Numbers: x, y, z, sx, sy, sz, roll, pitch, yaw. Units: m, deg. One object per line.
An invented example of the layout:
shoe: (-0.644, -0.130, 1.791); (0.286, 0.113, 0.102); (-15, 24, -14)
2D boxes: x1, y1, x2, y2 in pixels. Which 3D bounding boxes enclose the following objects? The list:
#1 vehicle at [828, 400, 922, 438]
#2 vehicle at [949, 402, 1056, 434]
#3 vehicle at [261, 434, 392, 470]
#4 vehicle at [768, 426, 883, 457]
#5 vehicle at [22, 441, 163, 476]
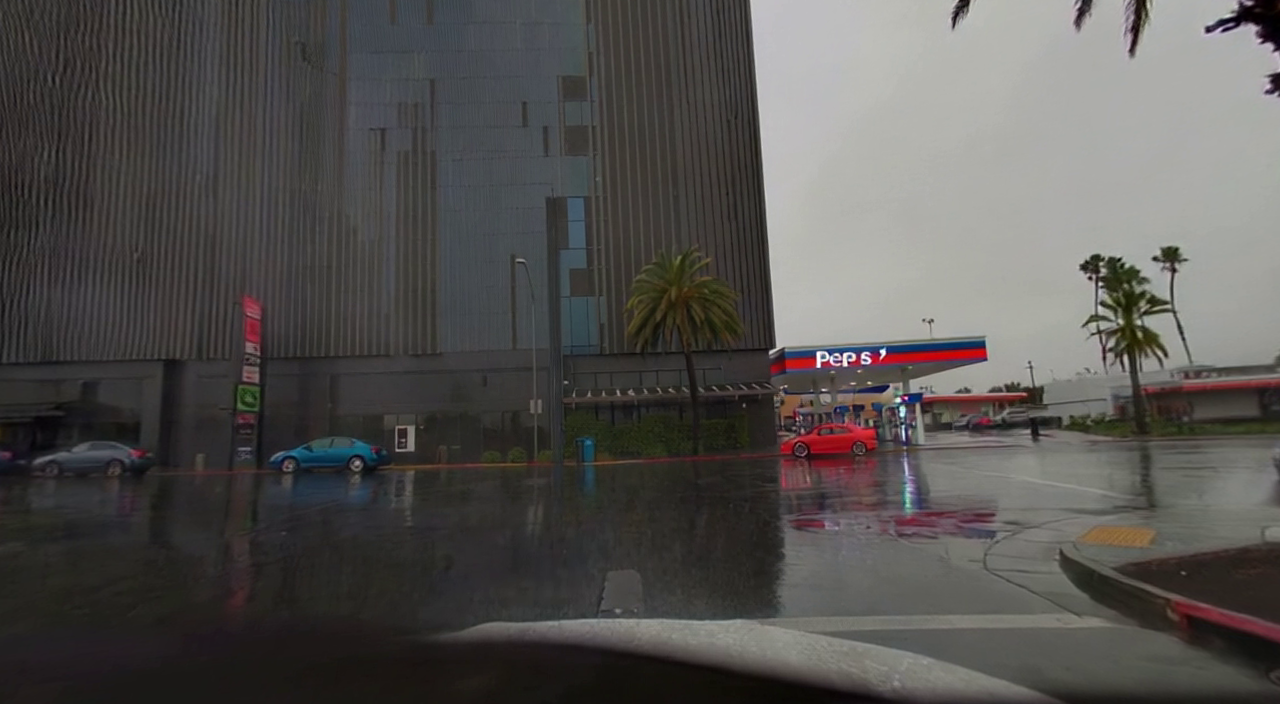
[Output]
vehicle: (16.075, 4.614, 43.416); (5.524, 2.504, 2.196); (0, -9, -3)
vehicle: (28.569, 5.238, 49.983); (7.026, 2.329, 2.545); (1, -6, -4)
vehicle: (-13.941, 4.466, 28.259); (4.857, 1.497, 1.811); (0, -9, 2)
vehicle: (8.621, 4.201, 29.586); (4.782, 1.371, 1.763); (1, -9, -6)
vehicle: (-23.622, 4.600, 27.399); (4.321, 1.430, 1.775); (0, -9, -2)
